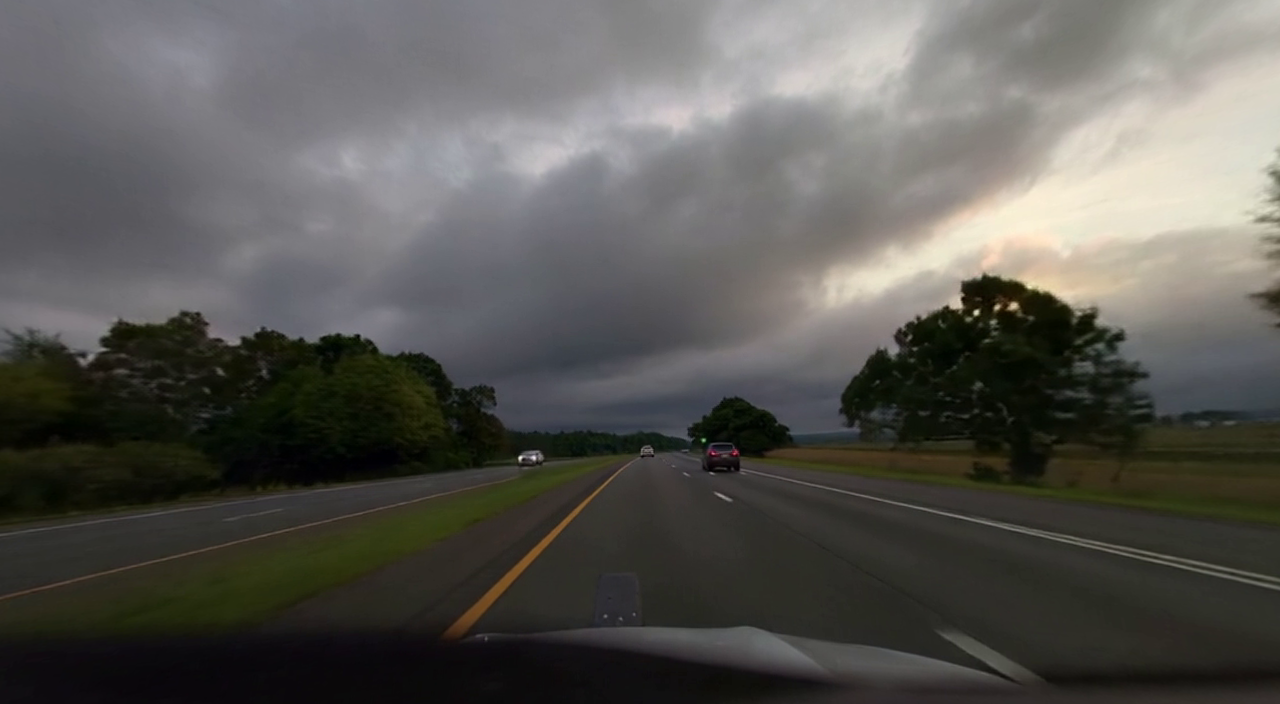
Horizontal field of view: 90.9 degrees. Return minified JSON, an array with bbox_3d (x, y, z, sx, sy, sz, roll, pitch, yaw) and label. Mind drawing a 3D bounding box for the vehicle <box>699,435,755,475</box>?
[{"bbox_3d":[4.596,5.545,34.115,2.189,2.007,4.872,0,-9,-1],"label":"vehicle"}]
